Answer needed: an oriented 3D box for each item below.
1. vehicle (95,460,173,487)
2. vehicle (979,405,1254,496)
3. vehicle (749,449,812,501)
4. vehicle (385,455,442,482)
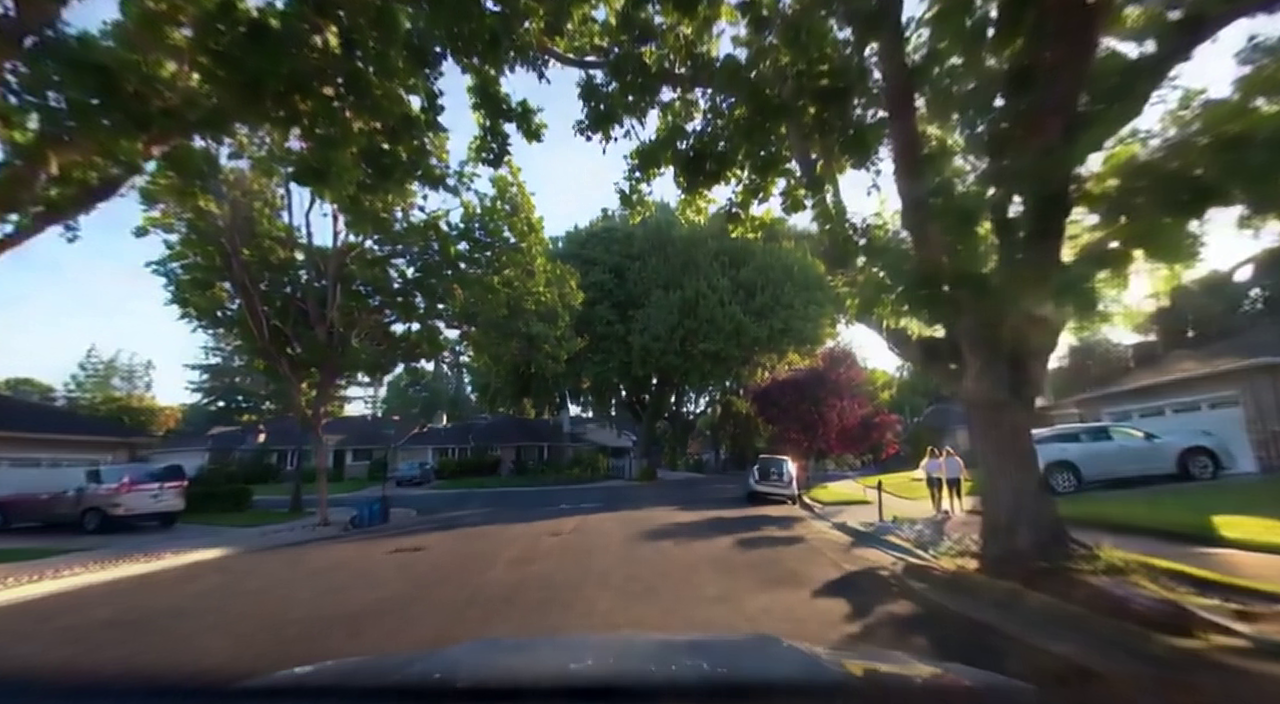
[{"bbox_3d":[-38.416,9.223,48.153,2.206,1.858,4.918,1,-10,-7],"label":"vehicle"},{"bbox_3d":[11.312,2.385,15.365,4.780,1.765,2.103,-4,-8,3],"label":"vehicle"},{"bbox_3d":[5.312,4.561,23.979,2.053,1.737,4.375,-2,-9,12],"label":"vehicle"},{"bbox_3d":[-16.499,8.473,46.234,2.021,1.798,4.491,-1,-8,7],"label":"vehicle"}]
